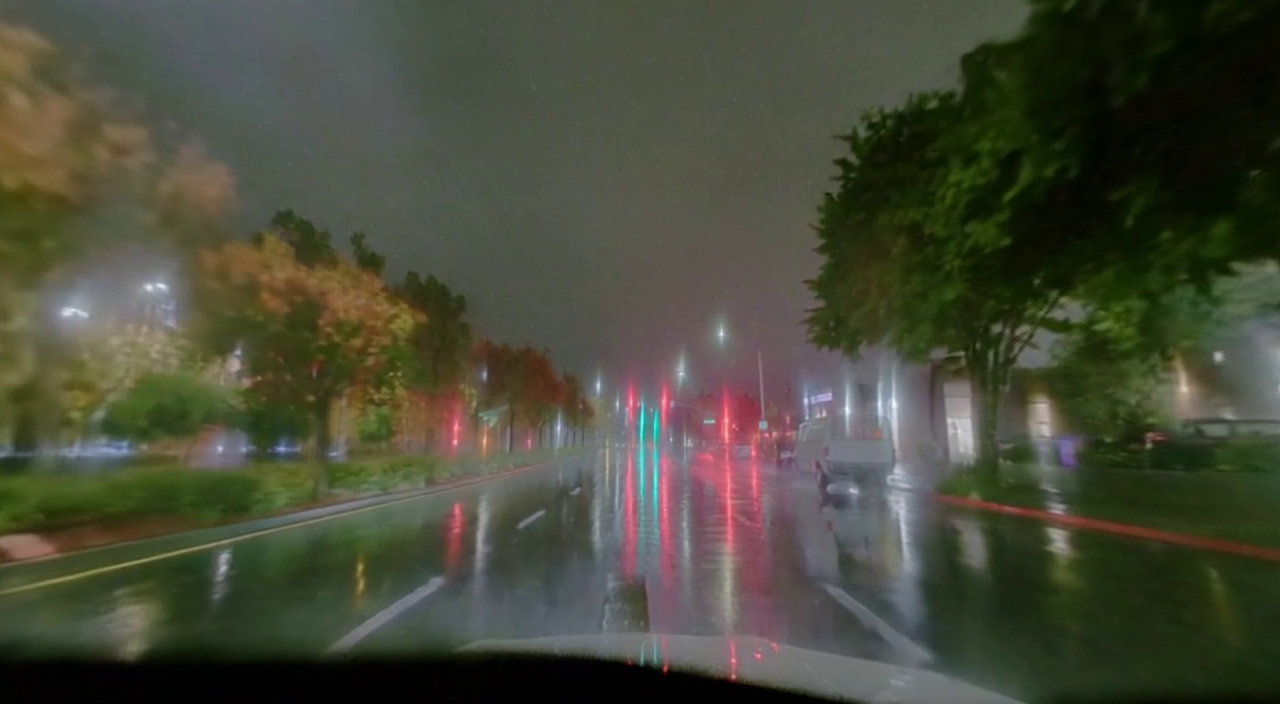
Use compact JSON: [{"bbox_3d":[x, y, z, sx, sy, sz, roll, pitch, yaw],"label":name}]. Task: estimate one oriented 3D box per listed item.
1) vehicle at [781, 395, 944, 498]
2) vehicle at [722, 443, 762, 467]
[{"bbox_3d":[6.335,2.851,19.162,2.762,2.607,6.182,0,-8,1],"label":"vehicle"},{"bbox_3d":[6.880,6.970,42.882,1.847,1.472,4.846,0,-8,0],"label":"vehicle"}]
